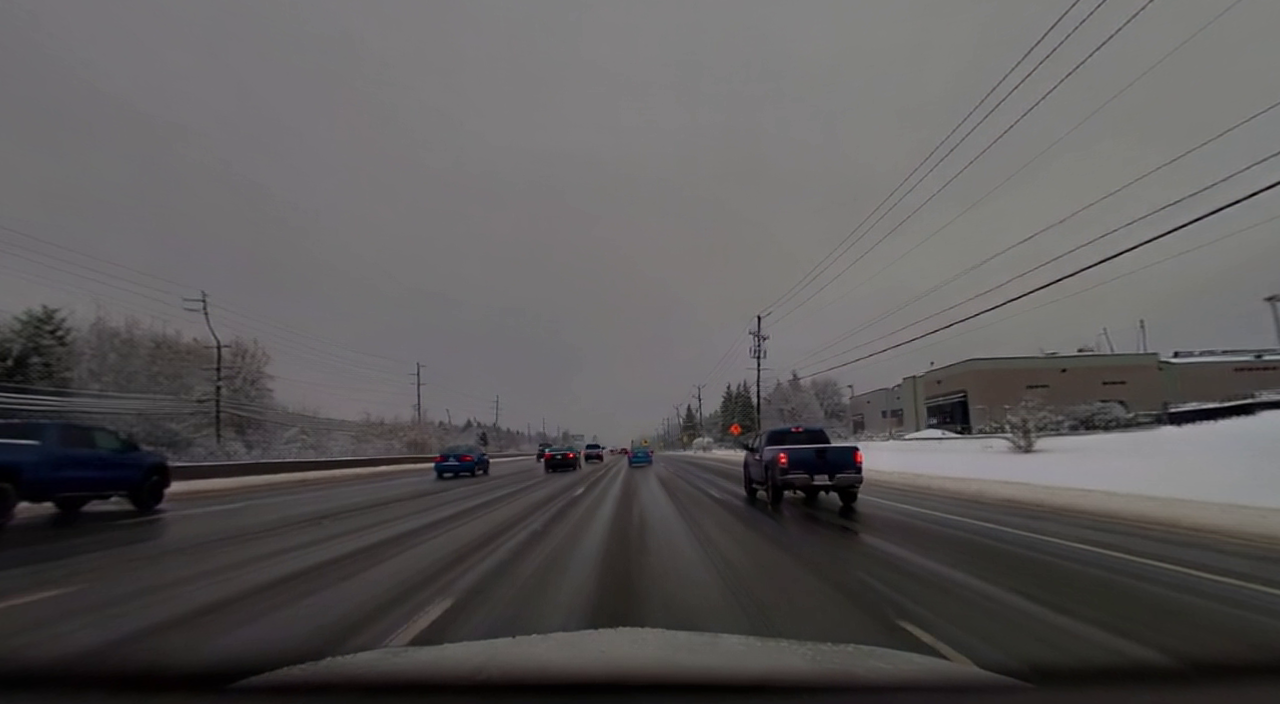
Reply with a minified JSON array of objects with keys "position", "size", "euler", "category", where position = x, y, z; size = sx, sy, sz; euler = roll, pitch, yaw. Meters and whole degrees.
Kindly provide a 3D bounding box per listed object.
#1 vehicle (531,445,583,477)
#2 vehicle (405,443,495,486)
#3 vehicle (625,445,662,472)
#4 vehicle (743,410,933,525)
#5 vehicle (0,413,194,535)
[{"position":[-3.913,5.210,30.451],"size":[1.938,1.444,4.206],"euler":[0,-9,0],"category":"vehicle"},{"position":[-7.154,4.263,24.331],"size":[1.959,1.496,4.740],"euler":[0,-9,0],"category":"vehicle"},{"position":[0.178,6.139,36.669],"size":[2.030,1.471,4.115],"euler":[0,-9,0],"category":"vehicle"},{"position":[3.750,2.319,13.255],"size":[2.231,1.919,5.086],"euler":[0,-9,-1],"category":"vehicle"},{"position":[-11.121,2.079,11.030],"size":[2.317,1.881,5.903],"euler":[0,-9,0],"category":"vehicle"}]
